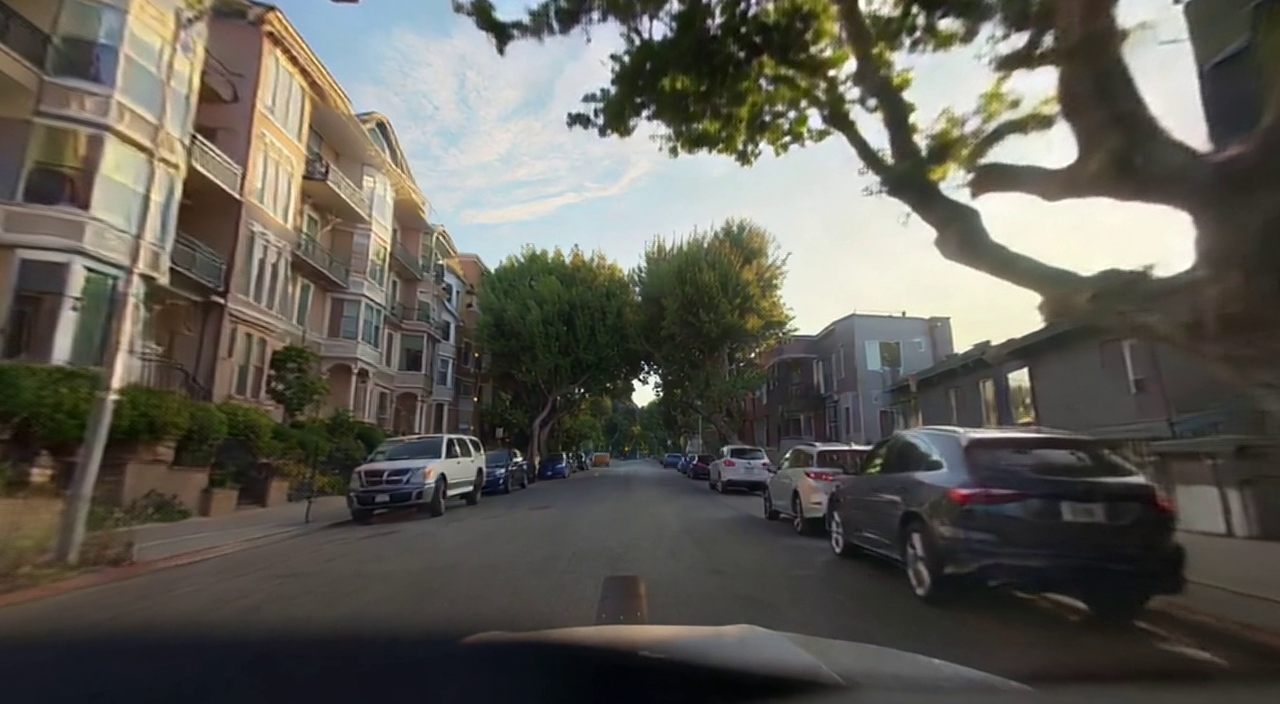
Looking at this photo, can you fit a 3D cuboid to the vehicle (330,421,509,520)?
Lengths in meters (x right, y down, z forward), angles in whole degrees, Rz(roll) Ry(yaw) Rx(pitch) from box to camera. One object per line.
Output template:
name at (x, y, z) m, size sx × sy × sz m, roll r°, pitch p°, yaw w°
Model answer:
vehicle at (-5.556, 3.160, 17.095) m, size 2.596 × 2.152 × 5.689 m, roll -1°, pitch -10°, yaw 2°

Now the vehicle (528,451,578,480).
vehicle at (-5.467, 7.193, 40.417) m, size 2.222 × 1.735 × 5.215 m, roll 0°, pitch -9°, yaw 2°

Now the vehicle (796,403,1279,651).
vehicle at (3.531, 1.668, 7.215) m, size 2.216 × 1.790 × 5.077 m, roll 0°, pitch -9°, yaw 0°
